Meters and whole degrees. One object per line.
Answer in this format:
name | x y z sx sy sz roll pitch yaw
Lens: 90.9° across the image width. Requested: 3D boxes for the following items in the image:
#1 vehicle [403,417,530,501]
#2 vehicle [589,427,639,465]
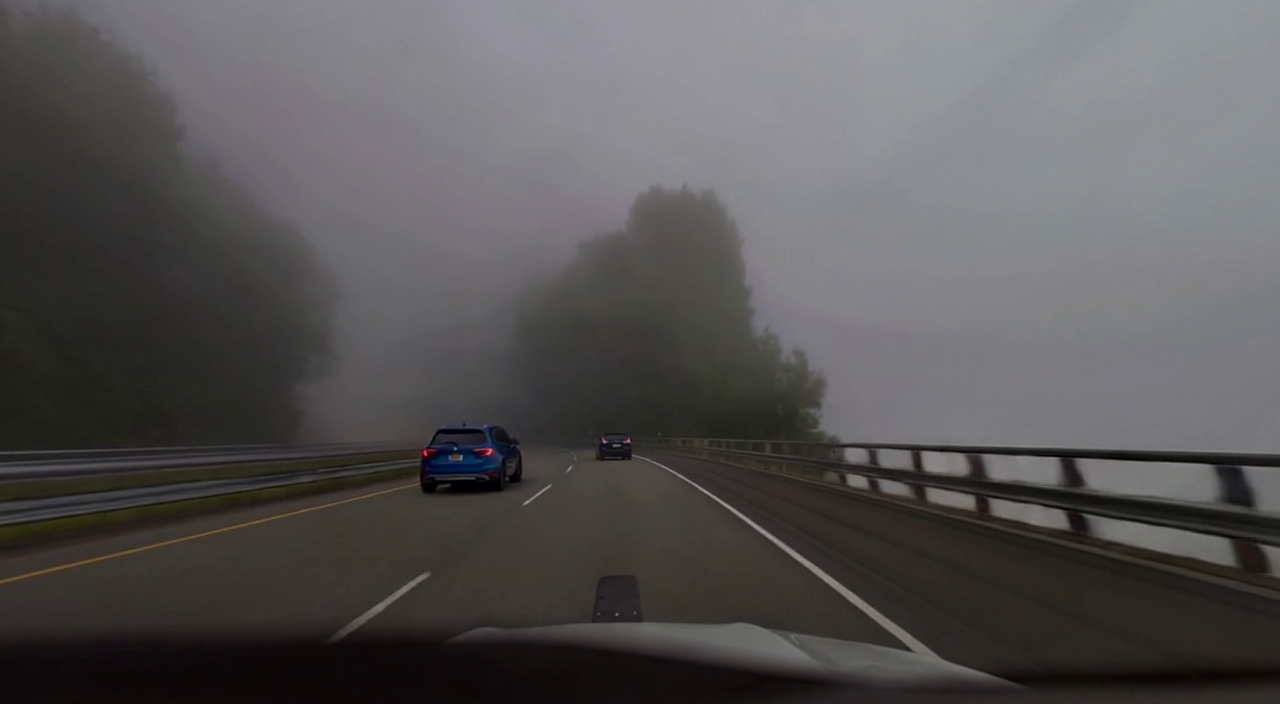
vehicle | -4.241 2.688 16.342 2.053 1.847 4.760 0 -8 -2
vehicle | -1.438 4.920 33.334 2.452 1.857 4.022 1 -8 -5
